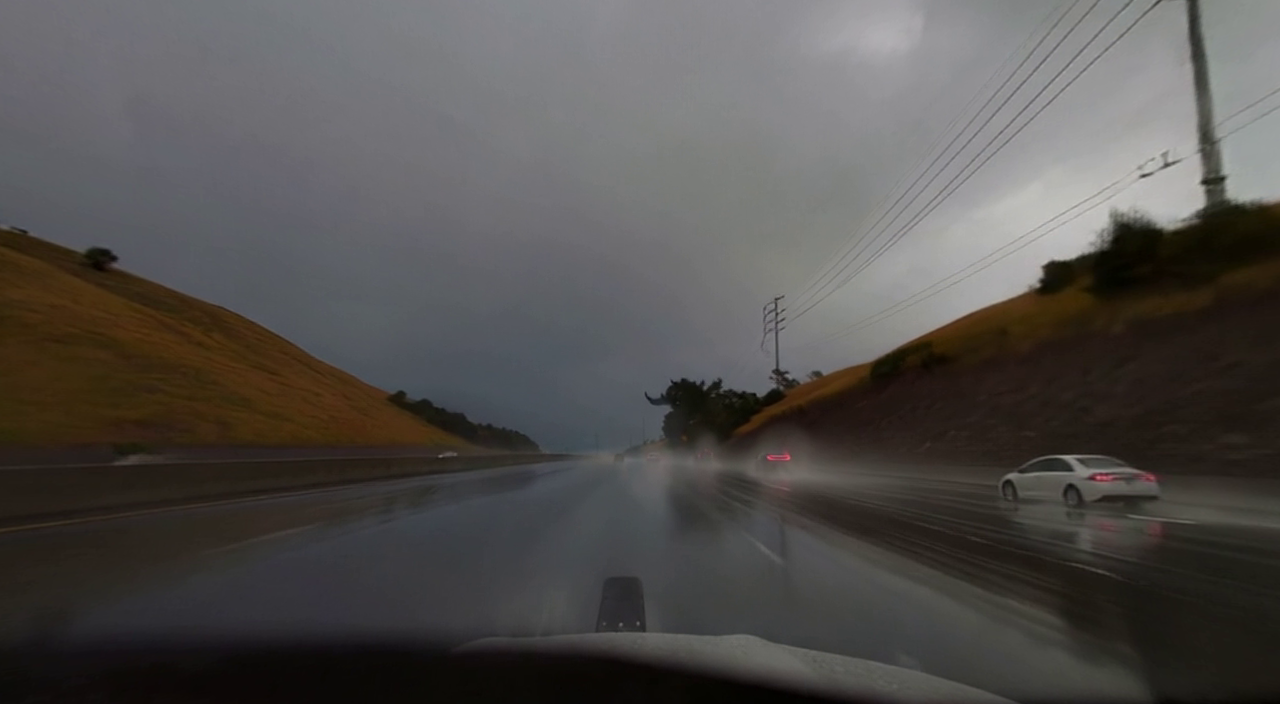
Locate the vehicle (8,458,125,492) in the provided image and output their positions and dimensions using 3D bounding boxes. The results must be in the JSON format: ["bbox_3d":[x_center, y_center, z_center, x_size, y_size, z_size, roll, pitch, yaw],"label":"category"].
[{"bbox_3d":[-29.217,6.259,32.329,1.793,1.511,4.676,1,-9,-3],"label":"vehicle"}]

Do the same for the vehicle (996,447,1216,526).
[{"bbox_3d":[9.934,2.845,13.880,1.884,1.486,3.770,0,-9,-1],"label":"vehicle"}]

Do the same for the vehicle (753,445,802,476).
[{"bbox_3d":[8.886,7.012,41.017,2.108,1.870,4.435,0,-9,-1],"label":"vehicle"}]
